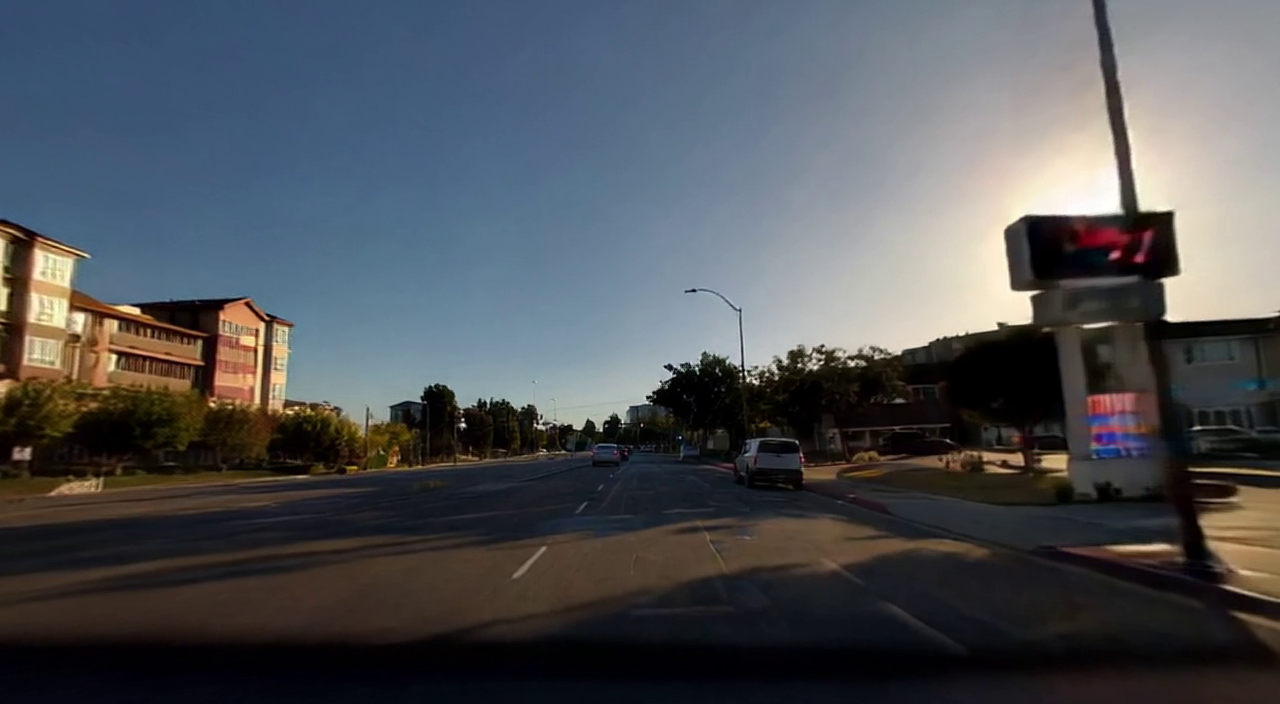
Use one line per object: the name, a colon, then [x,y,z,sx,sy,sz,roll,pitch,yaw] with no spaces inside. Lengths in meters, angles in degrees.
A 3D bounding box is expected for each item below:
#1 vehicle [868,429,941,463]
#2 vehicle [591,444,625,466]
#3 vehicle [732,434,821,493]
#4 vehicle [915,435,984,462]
vehicle: [15.022,5.398,36.150,2.202,1.822,4.978,-1,-8,3]
vehicle: [-2.309,7.521,46.168,2.176,1.543,4.335,0,-8,1]
vehicle: [4.484,3.736,21.502,2.067,1.755,4.616,0,-8,1]
vehicle: [17.782,5.560,36.448,1.953,1.488,4.129,0,-8,1]
